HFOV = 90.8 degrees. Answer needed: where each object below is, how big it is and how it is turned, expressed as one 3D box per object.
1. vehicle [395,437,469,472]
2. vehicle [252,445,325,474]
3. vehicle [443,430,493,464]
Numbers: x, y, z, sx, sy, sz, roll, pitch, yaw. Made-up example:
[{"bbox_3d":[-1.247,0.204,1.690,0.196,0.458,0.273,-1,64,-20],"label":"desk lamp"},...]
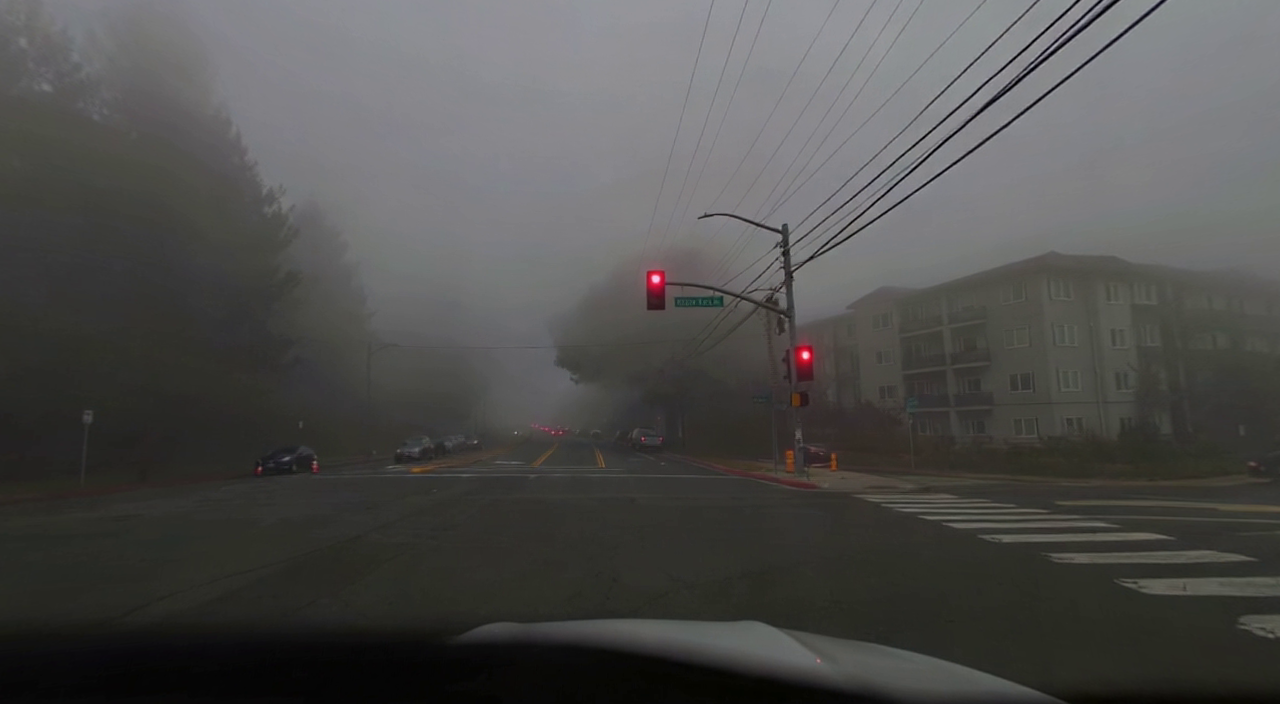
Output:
[{"bbox_3d":[-9.673,4.797,29.785,2.116,1.521,4.294,0,-9,-2],"label":"vehicle"},{"bbox_3d":[-21.062,6.468,38.107,1.981,1.628,4.336,0,-9,-1],"label":"vehicle"},{"bbox_3d":[-9.782,5.456,36.174,1.910,1.818,4.057,0,-9,-3],"label":"vehicle"}]
